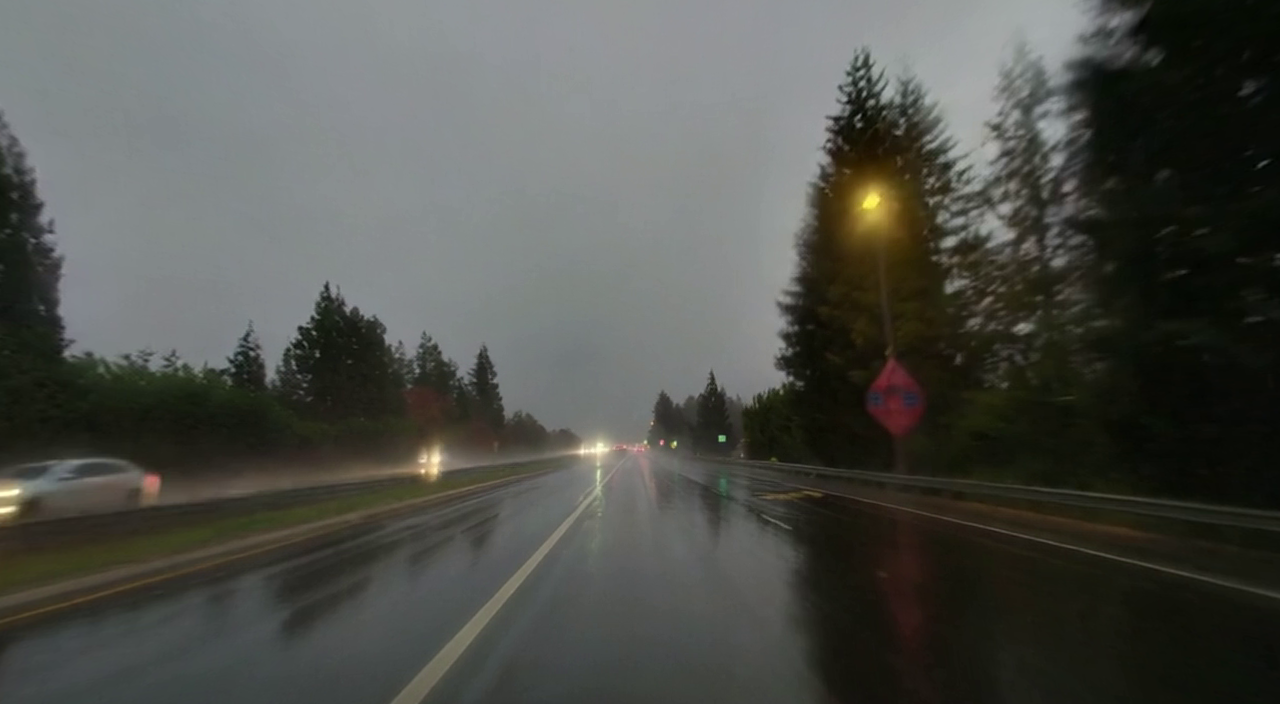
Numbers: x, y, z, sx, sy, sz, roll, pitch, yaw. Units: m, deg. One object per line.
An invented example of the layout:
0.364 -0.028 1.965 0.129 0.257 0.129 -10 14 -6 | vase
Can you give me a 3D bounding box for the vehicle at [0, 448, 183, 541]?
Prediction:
-11.086 2.481 11.512 2.087 1.455 4.585 0 -9 0 | vehicle
